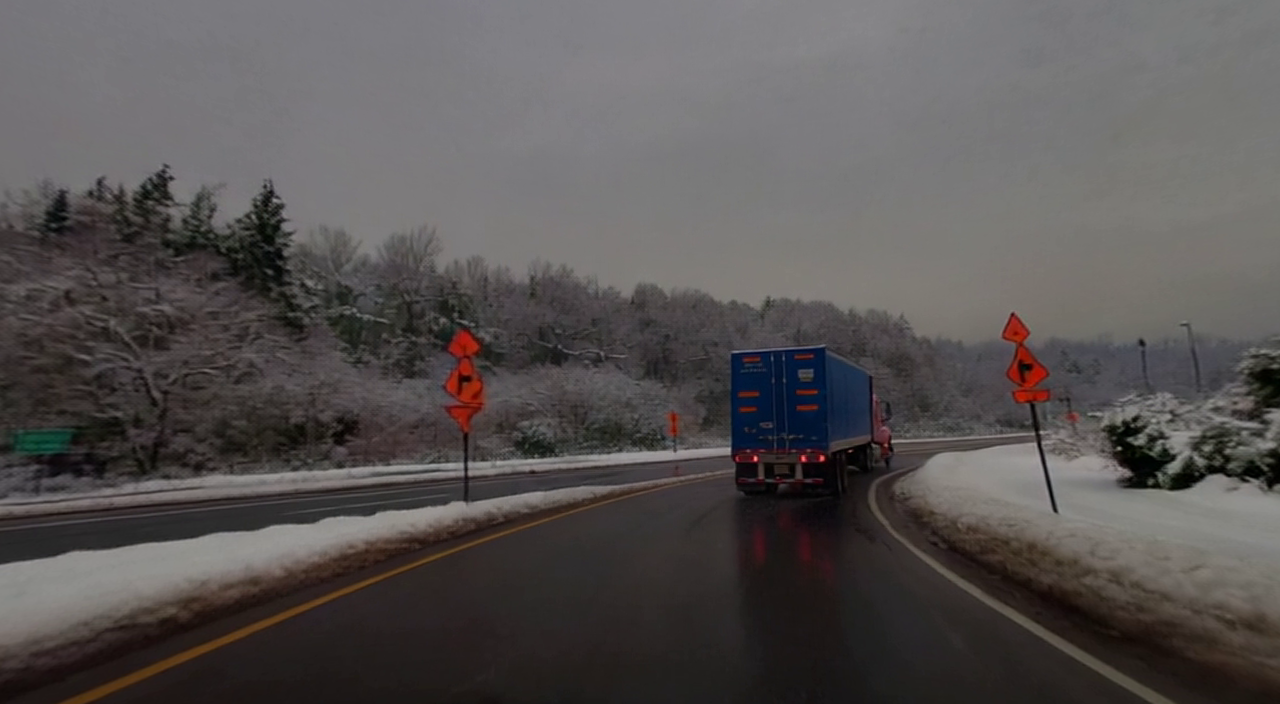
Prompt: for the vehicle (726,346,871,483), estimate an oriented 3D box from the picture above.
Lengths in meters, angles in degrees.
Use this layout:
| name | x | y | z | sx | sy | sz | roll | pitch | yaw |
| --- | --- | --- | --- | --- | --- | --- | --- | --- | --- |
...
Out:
| name | x | y | z | sx | sy | sz | roll | pitch | yaw |
| --- | --- | --- | --- | --- | --- | --- | --- | --- | --- |
| vehicle | 5.847 | 2.293 | 21.663 | 2.937 | 3.647 | 9.344 | -4 | -9 | 25 |
